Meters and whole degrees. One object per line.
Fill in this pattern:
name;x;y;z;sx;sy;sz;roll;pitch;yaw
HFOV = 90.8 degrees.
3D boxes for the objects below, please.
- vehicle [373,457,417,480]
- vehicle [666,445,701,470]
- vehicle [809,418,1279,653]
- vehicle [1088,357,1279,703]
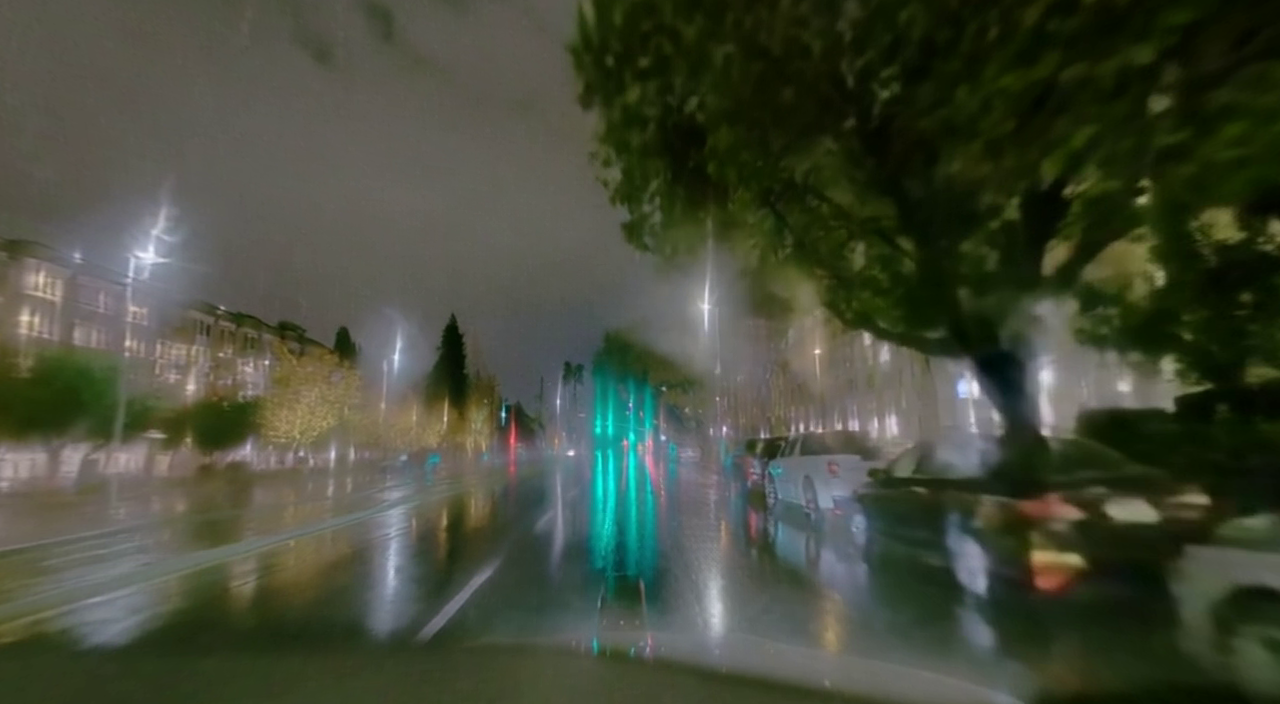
vehicle;-18.901;8.964;48.909;1.791;1.461;4.496;-4;-8;-2
vehicle;2.793;6.859;41.345;1.924;1.492;4.587;0;-8;0
vehicle;3.313;1.519;6.422;1.825;1.488;4.604;0;-8;-1
vehicle;3.793;0.651;1.424;1.909;1.647;4.846;0;-8;-1
